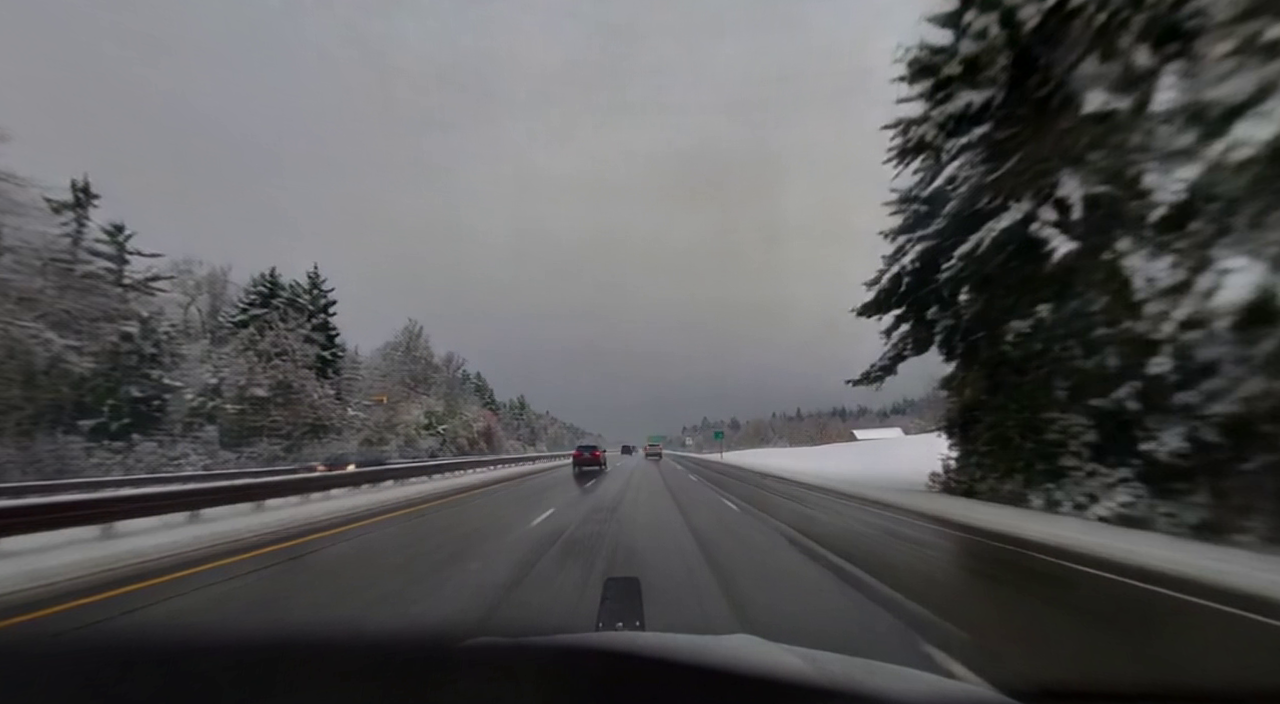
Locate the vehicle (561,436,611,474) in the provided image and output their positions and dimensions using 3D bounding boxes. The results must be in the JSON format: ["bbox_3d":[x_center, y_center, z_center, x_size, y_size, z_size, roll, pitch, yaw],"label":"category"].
[{"bbox_3d":[-2.758,5.395,33.286,2.143,1.853,4.123,0,-8,2],"label":"vehicle"}]

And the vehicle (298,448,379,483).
[{"bbox_3d":[-16.301,6.134,34.396,1.998,1.712,4.578,-1,-9,2],"label":"vehicle"}]
